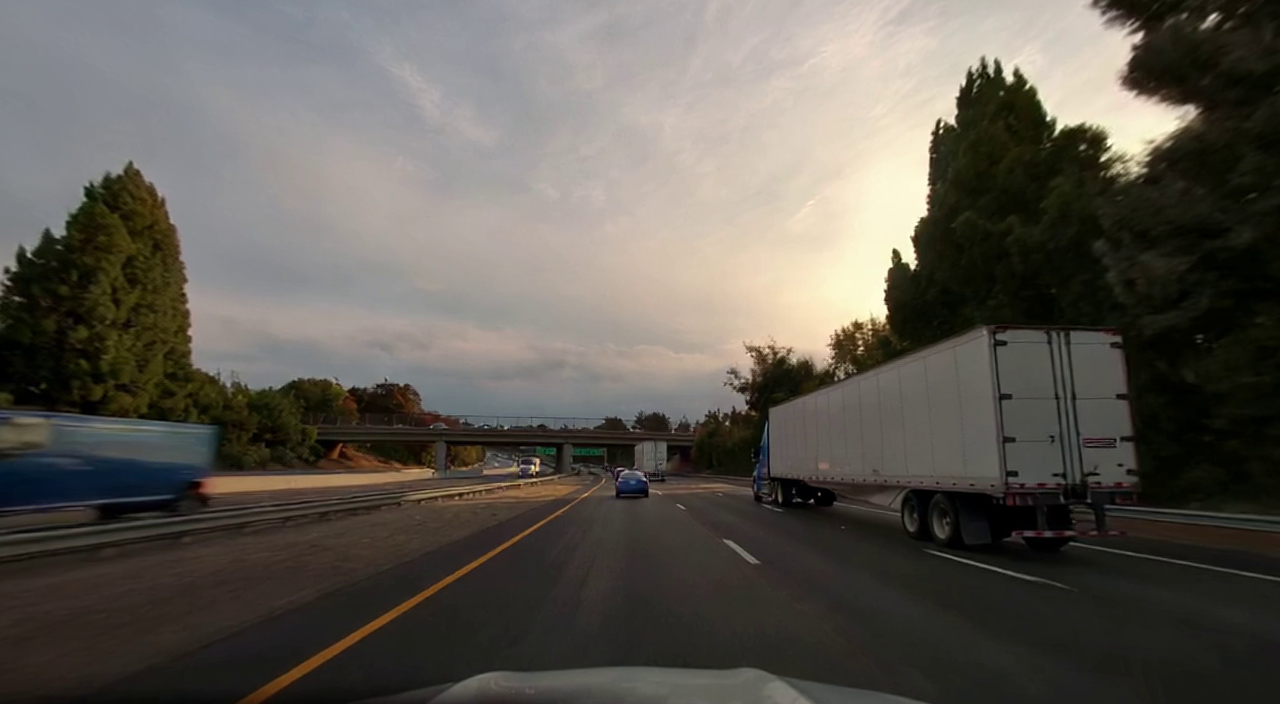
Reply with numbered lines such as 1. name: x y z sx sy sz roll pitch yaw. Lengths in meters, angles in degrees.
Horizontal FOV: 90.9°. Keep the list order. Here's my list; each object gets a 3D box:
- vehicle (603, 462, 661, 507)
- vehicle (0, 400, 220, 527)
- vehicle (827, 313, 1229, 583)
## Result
1. vehicle: -0.320 5.105 24.458 2.067 1.552 3.601 1 -11 -1
2. vehicle: -9.211 1.712 9.656 2.069 1.588 5.111 1 -11 -1
3. vehicle: 6.483 2.006 12.744 2.839 3.684 8.091 1 -10 0
